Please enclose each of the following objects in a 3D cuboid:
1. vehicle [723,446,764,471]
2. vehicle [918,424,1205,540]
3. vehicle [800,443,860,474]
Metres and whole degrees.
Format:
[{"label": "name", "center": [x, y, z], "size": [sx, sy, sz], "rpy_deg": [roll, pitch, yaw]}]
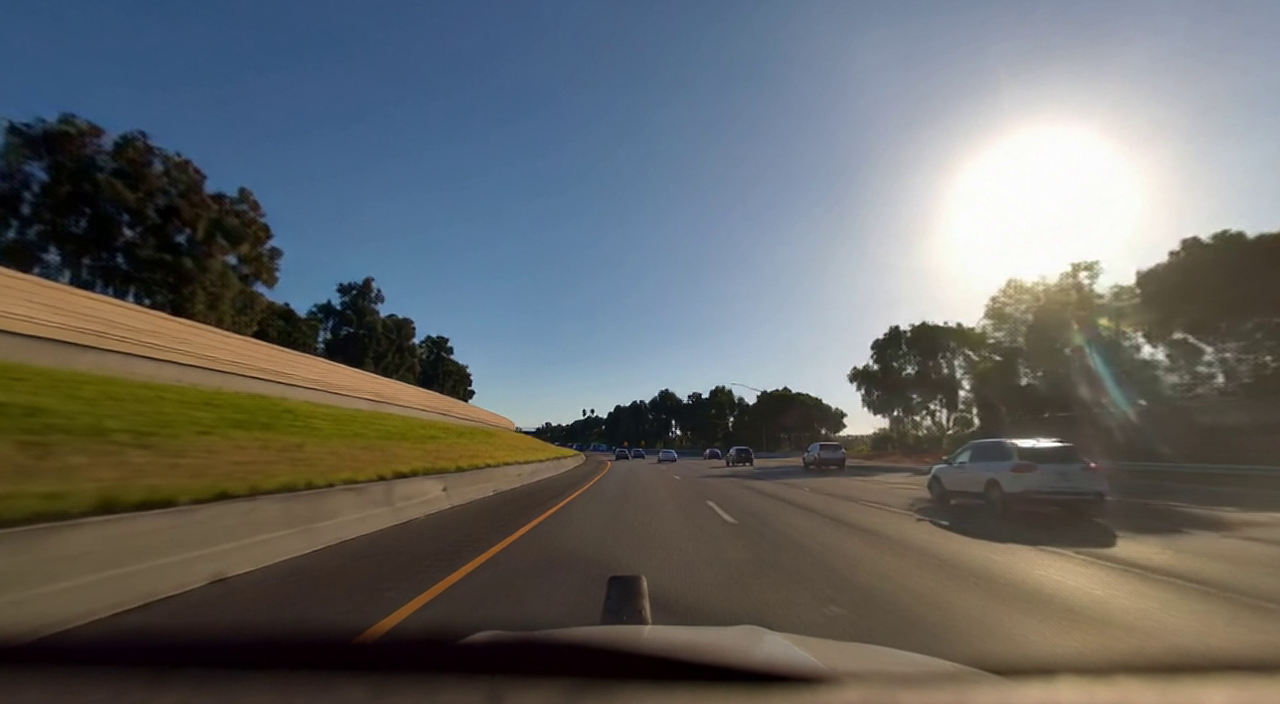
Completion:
[{"label": "vehicle", "center": [6.656, 6.853, 40.648], "size": [1.940, 1.482, 3.644], "rpy_deg": [1, -8, -2]}, {"label": "vehicle", "center": [7.328, 2.283, 11.738], "size": [2.048, 1.697, 4.689], "rpy_deg": [0, -8, -1]}, {"label": "vehicle", "center": [10.610, 5.947, 35.366], "size": [1.986, 1.644, 4.126], "rpy_deg": [1, -8, -2]}]
